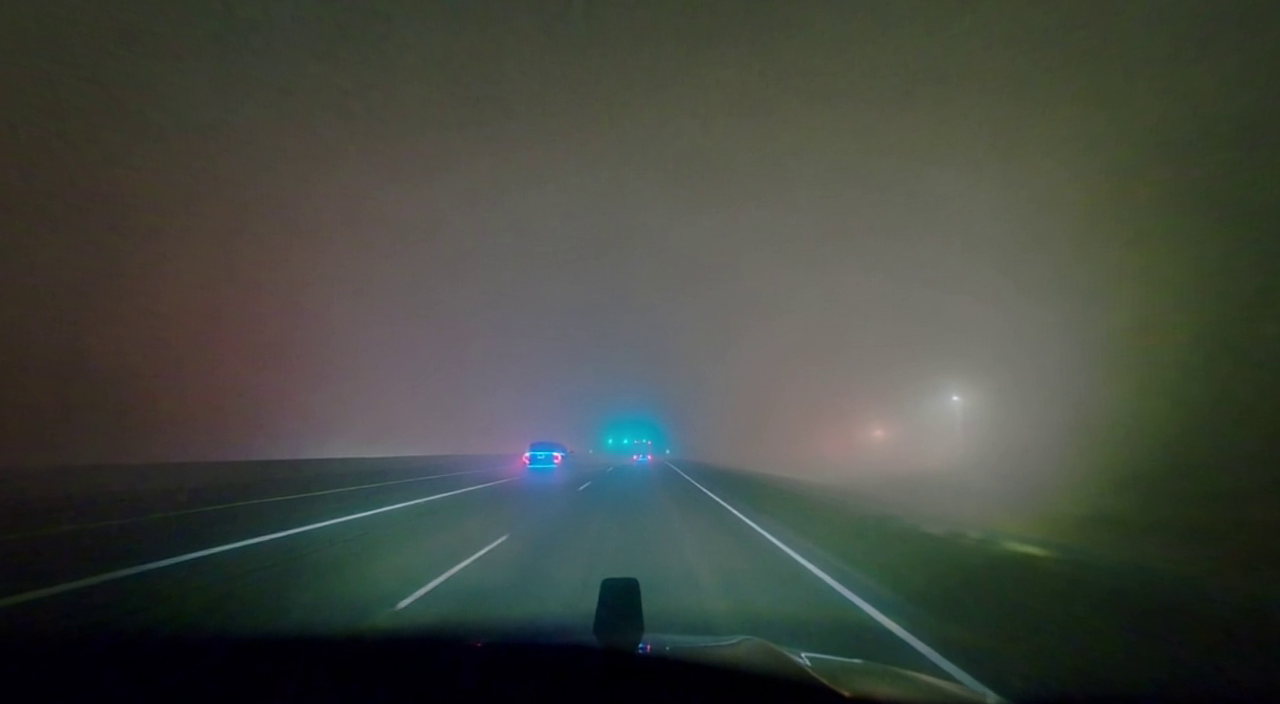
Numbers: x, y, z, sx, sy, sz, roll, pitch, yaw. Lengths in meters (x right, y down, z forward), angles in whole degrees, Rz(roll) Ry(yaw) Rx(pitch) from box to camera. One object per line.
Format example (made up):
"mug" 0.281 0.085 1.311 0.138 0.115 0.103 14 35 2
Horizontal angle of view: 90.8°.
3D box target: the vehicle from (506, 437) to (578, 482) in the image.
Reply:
"vehicle" -4.139 4.674 27.622 2.272 1.759 5.058 0 -9 1
